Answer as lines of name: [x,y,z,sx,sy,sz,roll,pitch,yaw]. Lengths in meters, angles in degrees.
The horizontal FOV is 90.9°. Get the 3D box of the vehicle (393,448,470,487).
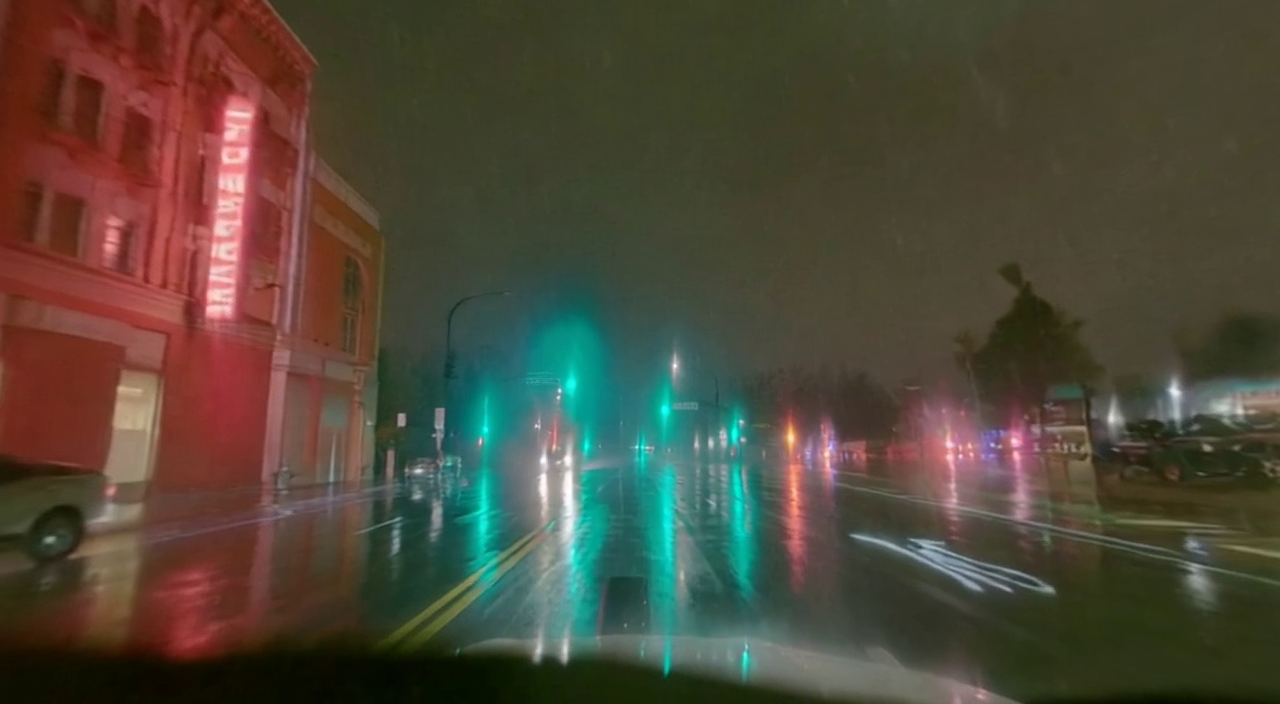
vehicle: [-9.049,5.024,27.749,1.908,1.529,4.522,0,-8,-1]

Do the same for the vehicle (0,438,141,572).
vehicle: [-8.842,1.838,7.455,1.961,1.627,4.634,0,-8,2]

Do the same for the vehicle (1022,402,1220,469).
vehicle: [15.216,2.755,20.505,2.180,1.848,5.417,-1,-8,1]

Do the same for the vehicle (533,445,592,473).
vehicle: [-4.368,6.103,36.171,1.984,1.489,4.515,-2,-9,12]
